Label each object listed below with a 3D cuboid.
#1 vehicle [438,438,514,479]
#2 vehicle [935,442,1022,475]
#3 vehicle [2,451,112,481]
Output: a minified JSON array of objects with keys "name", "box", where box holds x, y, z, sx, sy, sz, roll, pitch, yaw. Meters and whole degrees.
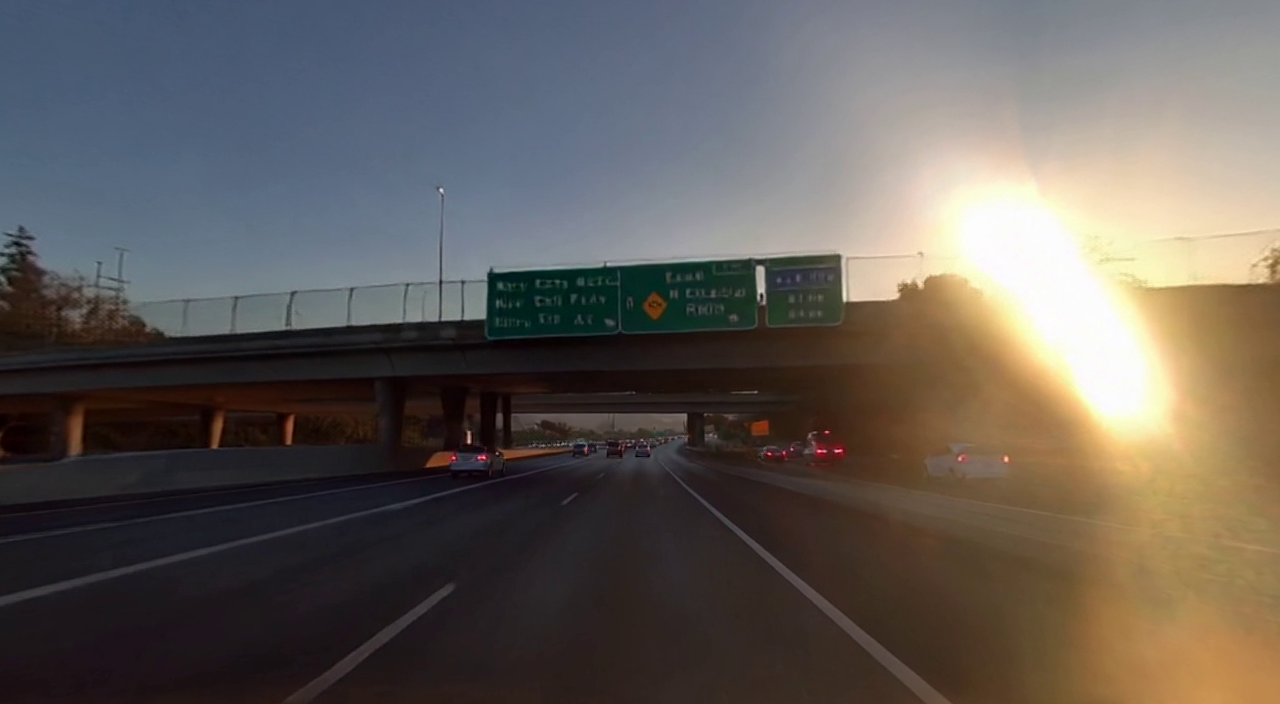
[{"name":"vehicle","box":[-6.705,4.400,26.258,1.985,1.513,4.172,0,-9,0]},{"name":"vehicle","box":[17.508,5.491,32.849,1.884,1.567,4.692,0,-8,-1]},{"name":"vehicle","box":[-32.117,6.272,34.867,1.805,1.490,4.440,0,-9,0]}]
